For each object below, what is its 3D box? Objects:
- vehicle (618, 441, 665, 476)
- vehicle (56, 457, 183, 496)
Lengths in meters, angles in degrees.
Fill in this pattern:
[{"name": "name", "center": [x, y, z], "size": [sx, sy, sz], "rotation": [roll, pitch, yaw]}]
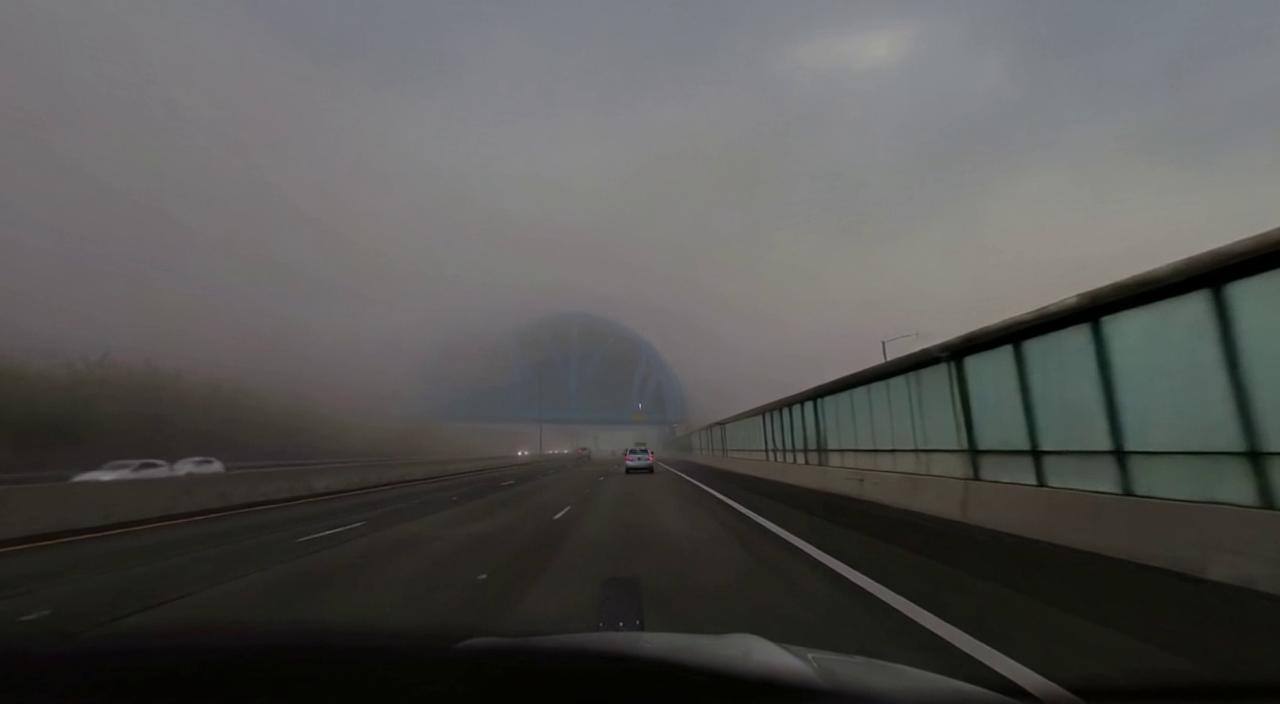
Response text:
[{"name": "vehicle", "center": [0.037, 5.623, 33.576], "size": [2.299, 1.716, 4.579], "rotation": [0, -9, -1]}, {"name": "vehicle", "center": [-21.750, 5.174, 26.601], "size": [1.807, 1.436, 4.163], "rotation": [0, -9, -1]}]
